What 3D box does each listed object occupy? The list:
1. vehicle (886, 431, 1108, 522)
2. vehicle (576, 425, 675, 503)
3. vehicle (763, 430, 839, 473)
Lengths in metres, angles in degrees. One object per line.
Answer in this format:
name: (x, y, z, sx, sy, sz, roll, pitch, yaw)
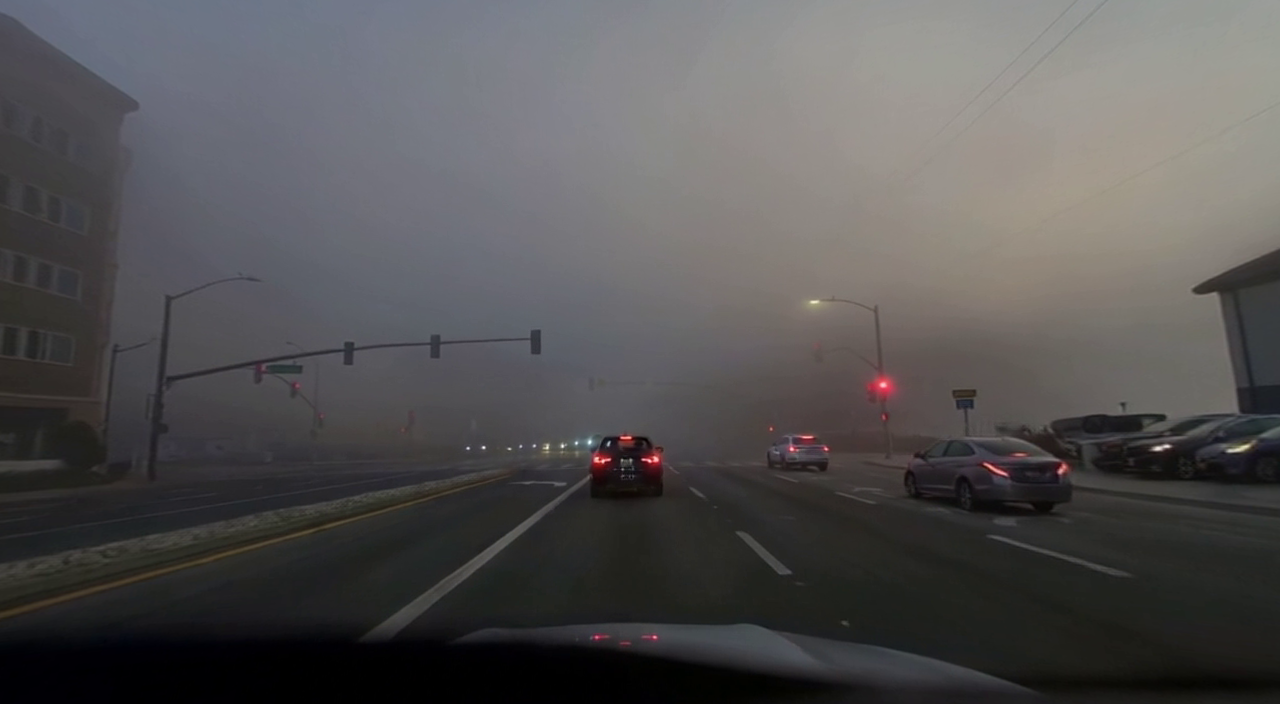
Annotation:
vehicle: (6.453, 2.281, 12.095, 1.768, 1.417, 4.213, 0, -9, 0)
vehicle: (-0.299, 2.605, 15.031, 2.032, 1.593, 3.896, 0, -9, 0)
vehicle: (6.513, 4.108, 26.105, 1.963, 1.611, 4.359, 0, -9, -1)
